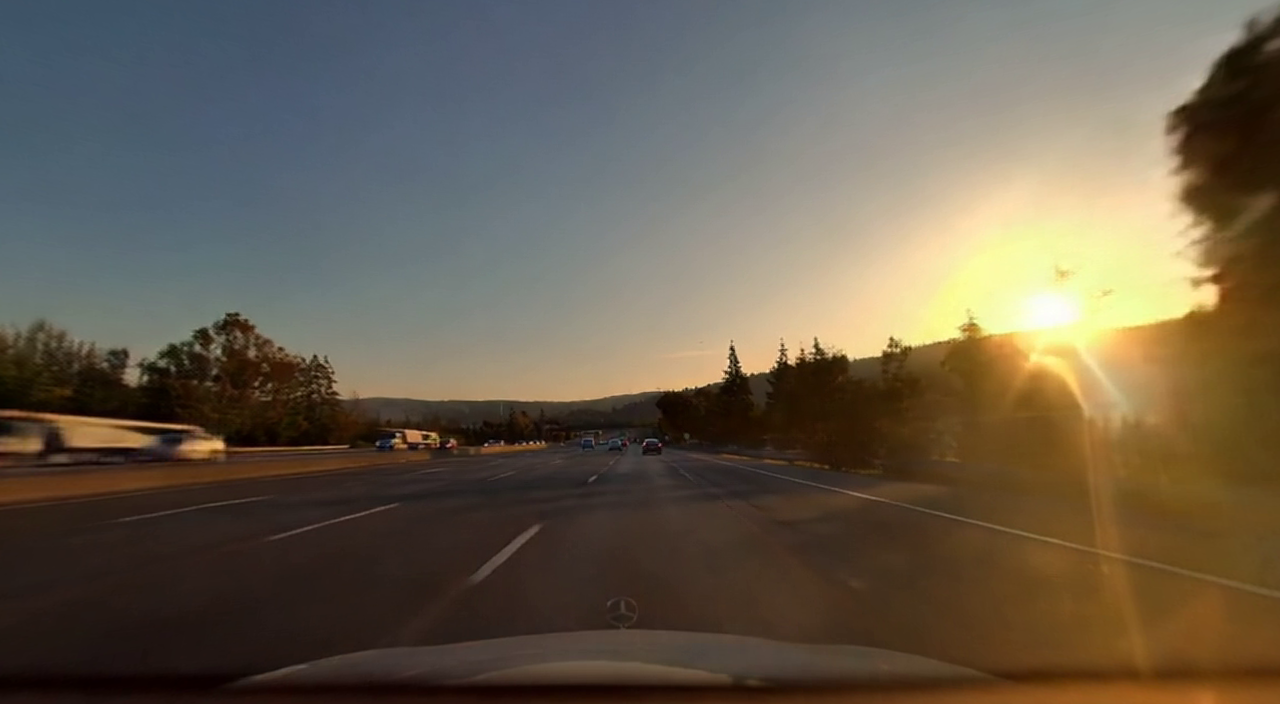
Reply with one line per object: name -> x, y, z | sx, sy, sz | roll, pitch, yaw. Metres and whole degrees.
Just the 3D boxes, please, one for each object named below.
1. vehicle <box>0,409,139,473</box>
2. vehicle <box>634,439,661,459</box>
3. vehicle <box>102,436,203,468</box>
vehicle -> -35.408, 5.268, 37.046 | 2.917, 3.381, 11.266 | -1, -8, -1
vehicle -> 0.567, 7.604, 49.526 | 2.021, 1.528, 4.154 | 0, -8, -1
vehicle -> -27.738, 5.702, 36.159 | 1.935, 1.681, 4.774 | 0, -8, 0
